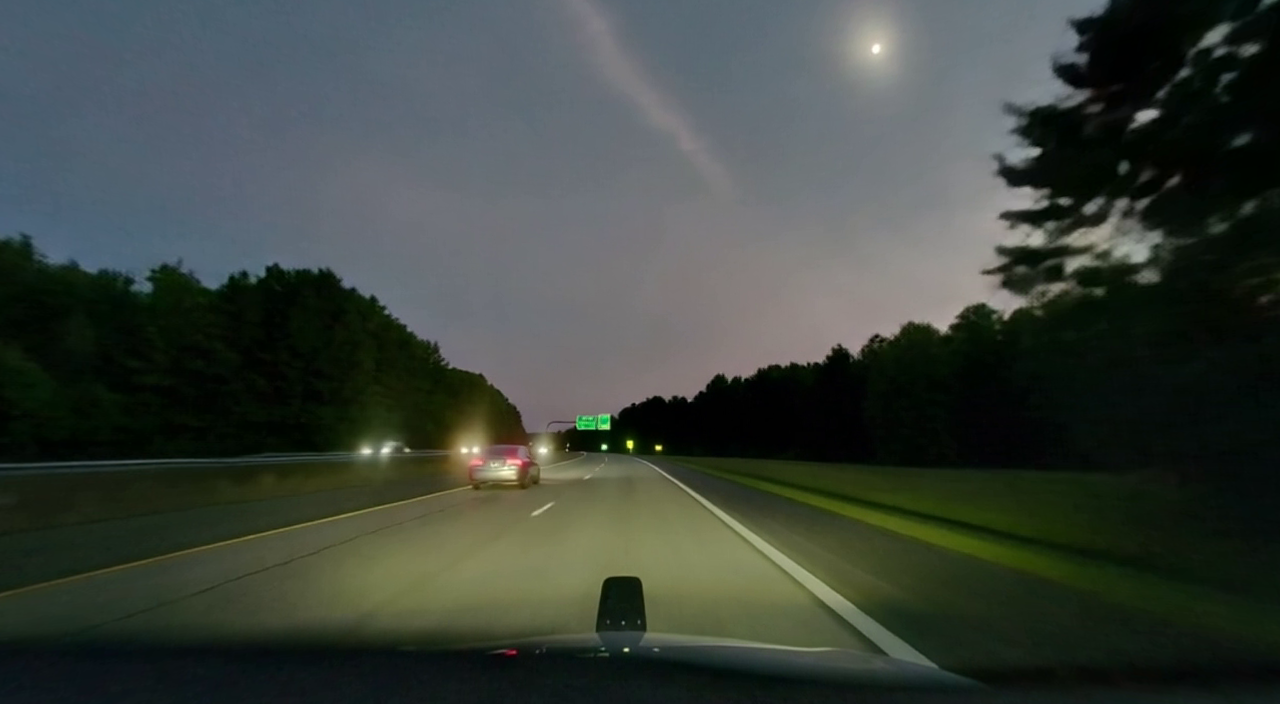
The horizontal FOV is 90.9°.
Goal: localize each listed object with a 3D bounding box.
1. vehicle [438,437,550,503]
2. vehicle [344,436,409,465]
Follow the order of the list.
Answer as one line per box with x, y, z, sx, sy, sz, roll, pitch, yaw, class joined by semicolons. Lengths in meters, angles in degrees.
-3.693;3.062;16.703;1.990;1.532;3.911;0;-9;0;vehicle
-16.101;6.066;38.778;2.094;1.604;4.645;0;-9;-1;vehicle
